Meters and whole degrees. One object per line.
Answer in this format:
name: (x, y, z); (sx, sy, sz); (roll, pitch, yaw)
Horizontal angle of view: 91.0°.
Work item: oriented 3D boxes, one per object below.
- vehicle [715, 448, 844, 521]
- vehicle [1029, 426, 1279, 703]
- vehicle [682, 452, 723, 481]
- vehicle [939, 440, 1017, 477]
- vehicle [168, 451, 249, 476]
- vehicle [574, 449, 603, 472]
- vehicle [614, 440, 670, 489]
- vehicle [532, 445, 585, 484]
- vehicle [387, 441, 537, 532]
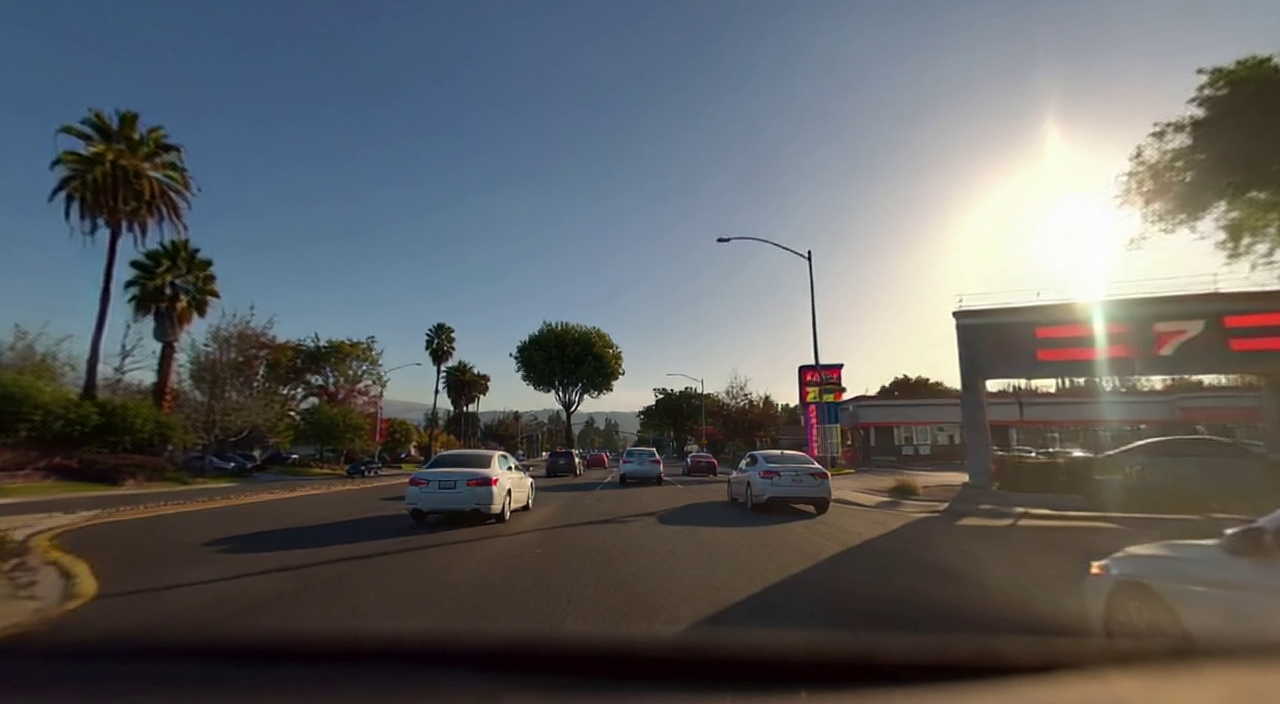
vehicle: (3.204, 3.129, 15.491); (1.977, 1.480, 4.589); (0, -8, -2)
vehicle: (3.687, 0.968, 2.152); (1.867, 1.448, 4.436); (0, -8, 0)
vehicle: (3.496, 6.505, 35.916); (1.880, 1.476, 3.932); (0, -8, -1)
vehicle: (18.367, 5.784, 34.447); (1.905, 1.833, 4.347); (0, -8, 2)
vehicle: (-30.301, 7.823, 44.277); (4.123, 1.648, 2.053); (0, -9, 0)
vehicle: (-3.937, 8.321, 48.447); (1.871, 1.673, 3.920); (0, -8, 0)
vehicle: (0.046, 4.687, 26.511); (2.164, 1.867, 4.254); (0, -8, -1)
vehicle: (-3.818, 5.326, 30.156); (1.932, 1.695, 4.235); (0, -8, 0)
vehicle: (-3.331, 2.575, 12.681); (1.864, 1.505, 4.202); (0, -8, -1)
